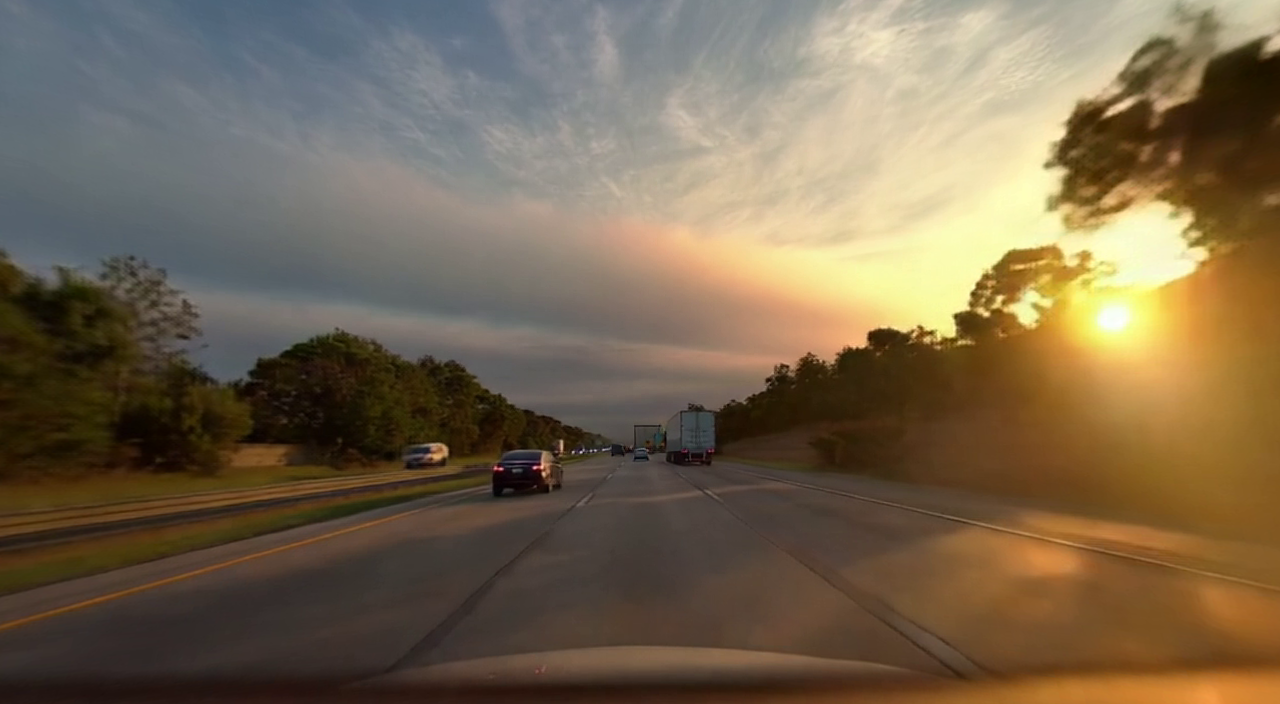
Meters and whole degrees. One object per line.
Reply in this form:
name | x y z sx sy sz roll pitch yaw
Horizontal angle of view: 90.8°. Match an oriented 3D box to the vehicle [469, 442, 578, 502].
vehicle | -3.096 3.318 17.838 2.121 1.445 4.651 0 -9 1
